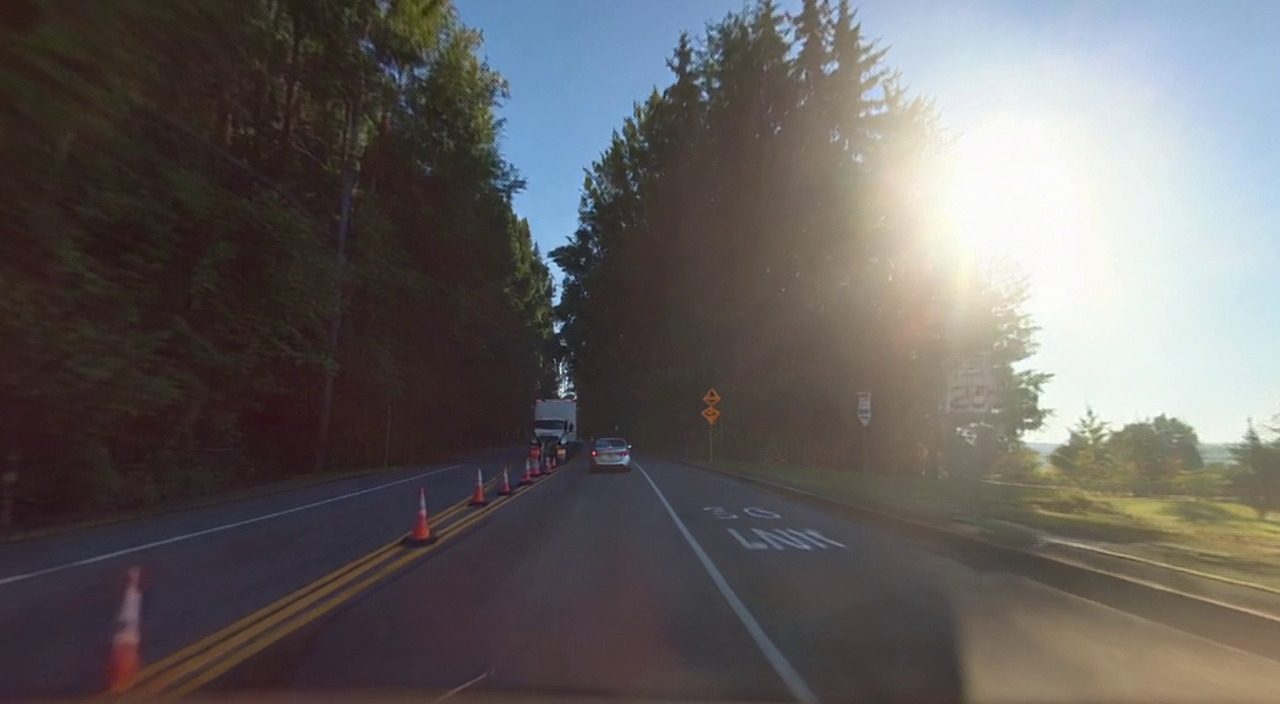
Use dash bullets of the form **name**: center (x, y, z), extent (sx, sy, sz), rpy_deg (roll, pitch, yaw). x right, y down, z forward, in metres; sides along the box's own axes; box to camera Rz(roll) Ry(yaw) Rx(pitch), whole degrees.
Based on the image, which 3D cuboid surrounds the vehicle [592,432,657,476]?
- **vehicle**: center (-0.598, 3.783, 23.649), extent (2.186, 1.463, 4.356), rpy_deg (0, -8, -2)

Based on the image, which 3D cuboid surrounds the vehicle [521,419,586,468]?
- **vehicle**: center (-3.976, 4.290, 29.696), extent (2.671, 2.053, 6.074), rpy_deg (1, -8, -6)
